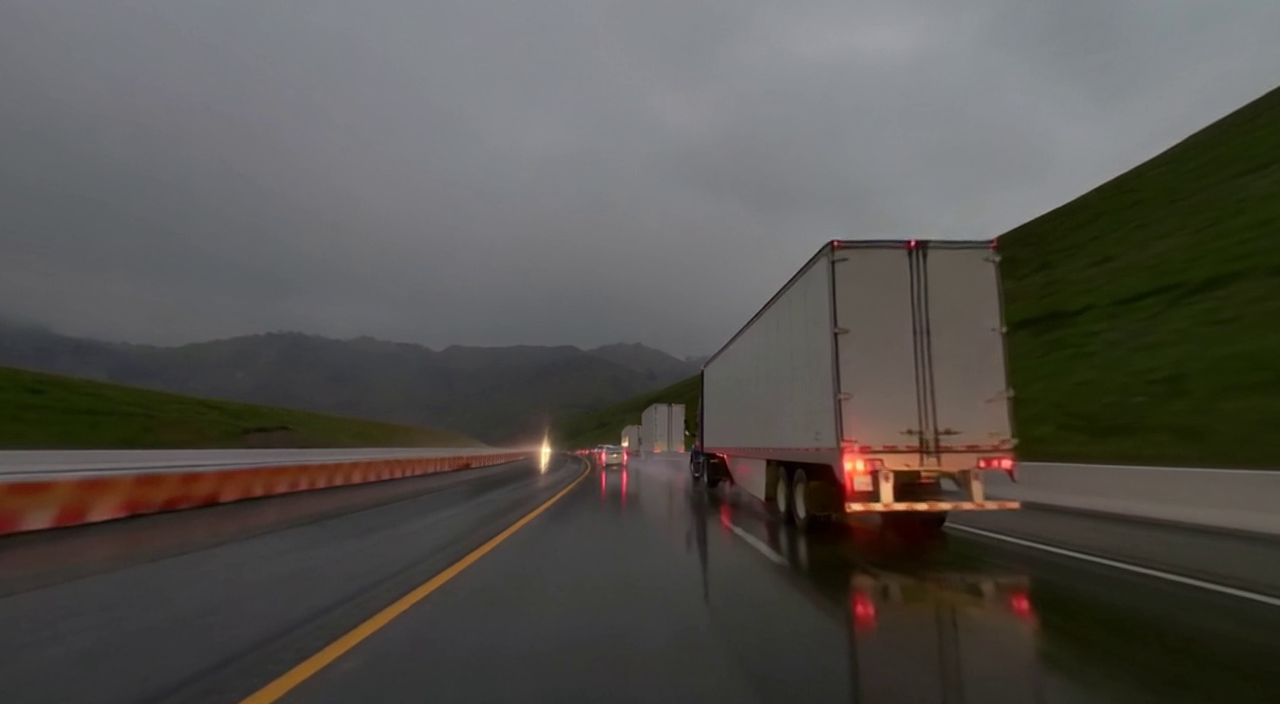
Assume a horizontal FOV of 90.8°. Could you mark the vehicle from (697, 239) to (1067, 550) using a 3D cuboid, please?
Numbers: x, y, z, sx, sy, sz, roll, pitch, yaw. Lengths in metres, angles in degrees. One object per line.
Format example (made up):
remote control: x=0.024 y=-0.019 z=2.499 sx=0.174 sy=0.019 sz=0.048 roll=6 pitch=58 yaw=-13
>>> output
vehicle: x=3.780 y=1.617 z=15.571 sx=2.911 sy=4.099 sz=14.578 roll=0 pitch=-9 yaw=-2

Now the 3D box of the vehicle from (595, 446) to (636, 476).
vehicle: x=-1.287 y=5.610 z=32.544 sx=2.029 sy=1.437 sz=3.794 roll=0 pitch=-9 yaw=-3

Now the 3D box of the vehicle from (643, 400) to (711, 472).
vehicle: x=2.110 y=5.872 z=42.885 sx=2.826 sy=4.050 sz=13.845 roll=1 pitch=-9 yaw=-4
